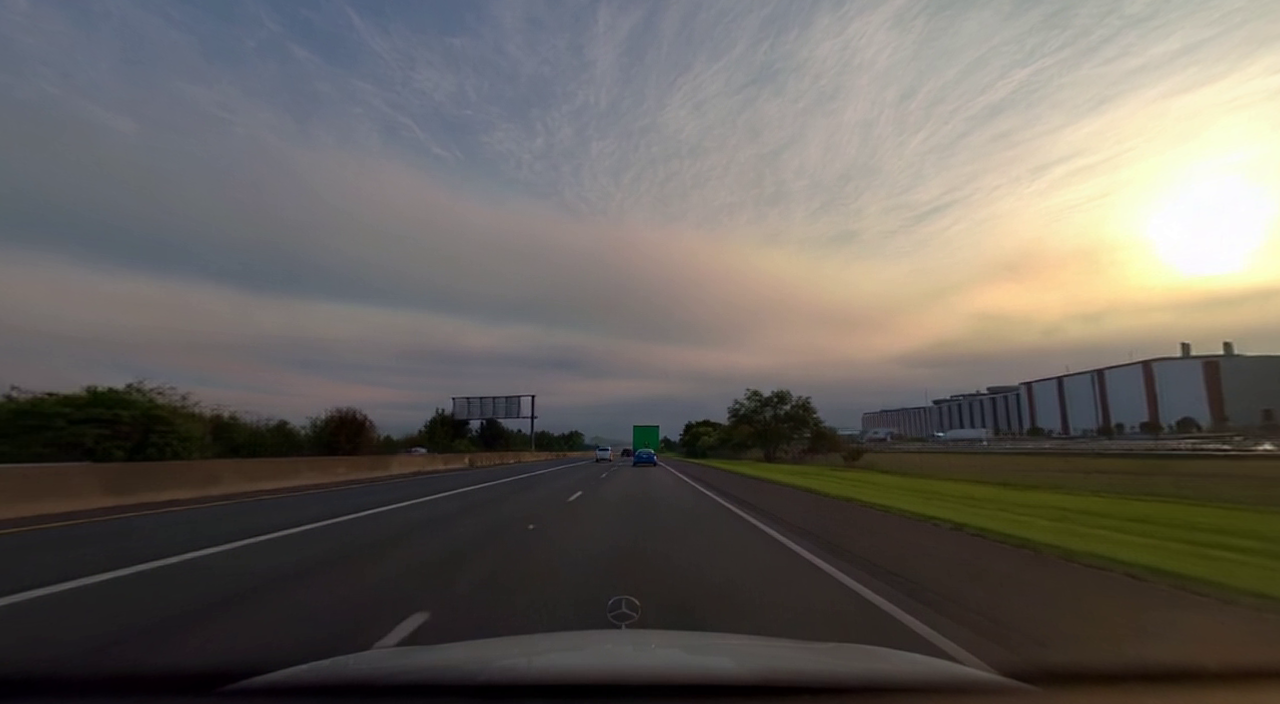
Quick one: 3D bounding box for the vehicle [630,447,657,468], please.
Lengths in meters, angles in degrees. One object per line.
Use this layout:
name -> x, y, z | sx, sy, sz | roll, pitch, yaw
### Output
vehicle -> 0.290, 8.320, 49.643 | 2.094, 1.559, 3.945 | -1, -9, 1
